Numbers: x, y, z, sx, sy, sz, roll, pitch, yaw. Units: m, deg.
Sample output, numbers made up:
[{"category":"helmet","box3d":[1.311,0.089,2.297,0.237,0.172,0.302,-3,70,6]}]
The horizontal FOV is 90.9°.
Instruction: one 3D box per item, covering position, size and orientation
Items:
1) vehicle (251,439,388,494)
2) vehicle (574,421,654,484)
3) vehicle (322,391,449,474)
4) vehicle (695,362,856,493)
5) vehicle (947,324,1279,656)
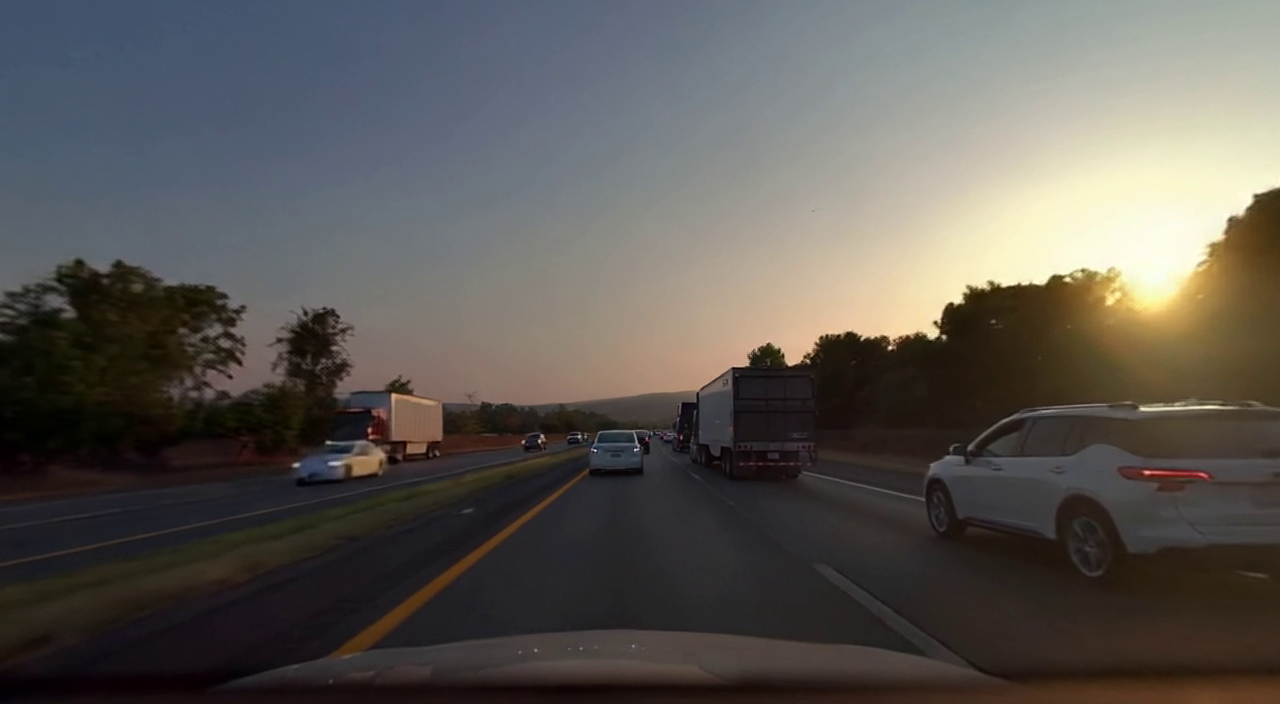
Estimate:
[{"category":"vehicle","box3d":[-9.878,3.515,19.922,1.848,1.489,4.624,0,-8,1]},{"category":"vehicle","box3d":[-0.685,2.889,18.473,2.082,1.638,4.055,0,-7,0]},{"category":"vehicle","box3d":[-13.771,4.506,35.405,2.904,3.961,10.187,0,-8,0]},{"category":"vehicle","box3d":[3.503,2.281,18.837,2.723,3.027,8.478,0,-7,-1]},{"category":"vehicle","box3d":[4.670,1.028,5.405,2.011,1.905,3.905,0,-8,-1]}]
